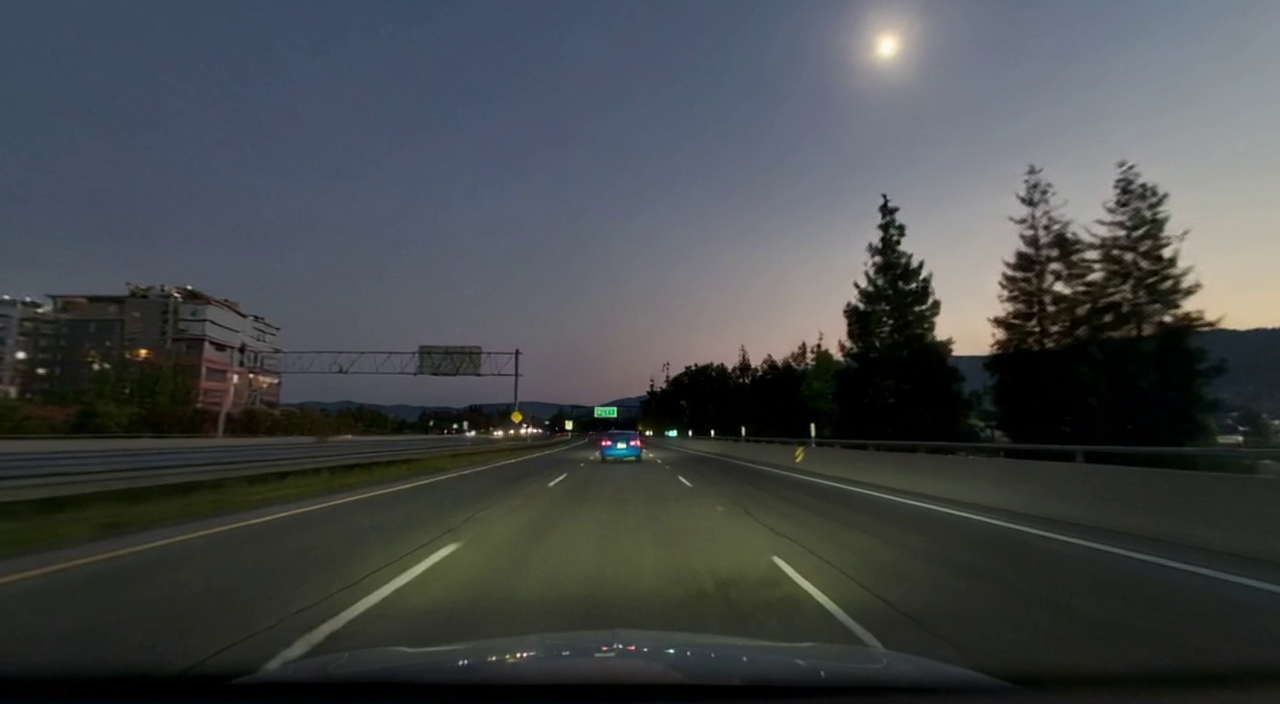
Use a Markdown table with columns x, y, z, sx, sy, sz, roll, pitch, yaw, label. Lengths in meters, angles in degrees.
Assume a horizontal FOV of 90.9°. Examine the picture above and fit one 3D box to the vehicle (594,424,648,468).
| x | y | z | sx | sy | sz | roll | pitch | yaw | label |
| --- | --- | --- | --- | --- | --- | --- | --- | --- | --- |
| -0.771 | 3.795 | 25.703 | 2.020 | 1.633 | 3.942 | 0 | -8 | -2 | vehicle |
